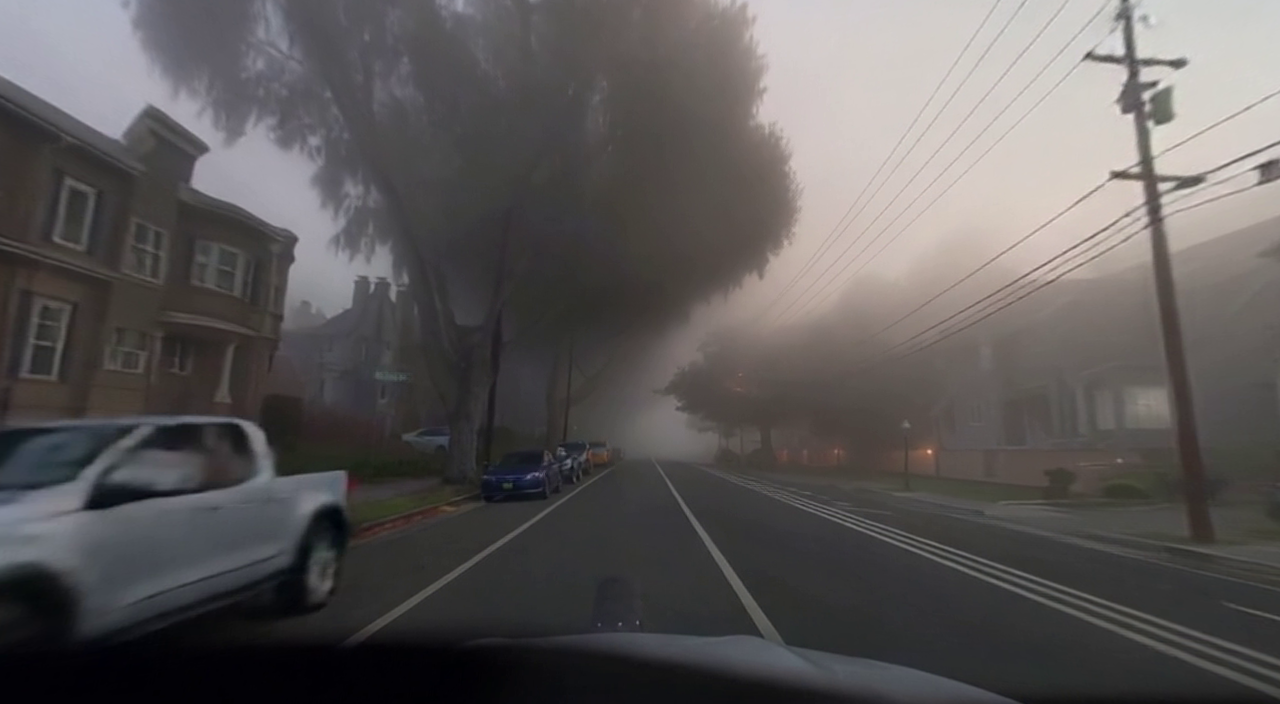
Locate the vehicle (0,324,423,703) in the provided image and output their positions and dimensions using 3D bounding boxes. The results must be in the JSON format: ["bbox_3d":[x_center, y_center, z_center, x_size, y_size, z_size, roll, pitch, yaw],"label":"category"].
[{"bbox_3d":[-3.726,1.121,4.559,2.189,1.887,5.616,0,-8,1],"label":"vehicle"}]

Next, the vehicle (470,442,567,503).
[{"bbox_3d":[-3.505,3.564,19.174,1.917,1.516,4.898,-2,-9,1],"label":"vehicle"}]

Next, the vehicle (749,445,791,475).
[{"bbox_3d":[9.817,8.202,48.102,2.156,1.882,4.790,7,-8,2],"label":"vehicle"}]

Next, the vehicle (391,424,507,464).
[{"bbox_3d":[-11.650,5.658,38.907,6.180,2.011,2.493,3,-8,1],"label":"vehicle"}]

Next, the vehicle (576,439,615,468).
[{"bbox_3d":[-3.120,7.263,45.510,2.290,1.924,5.536,-1,-9,1],"label":"vehicle"}]
